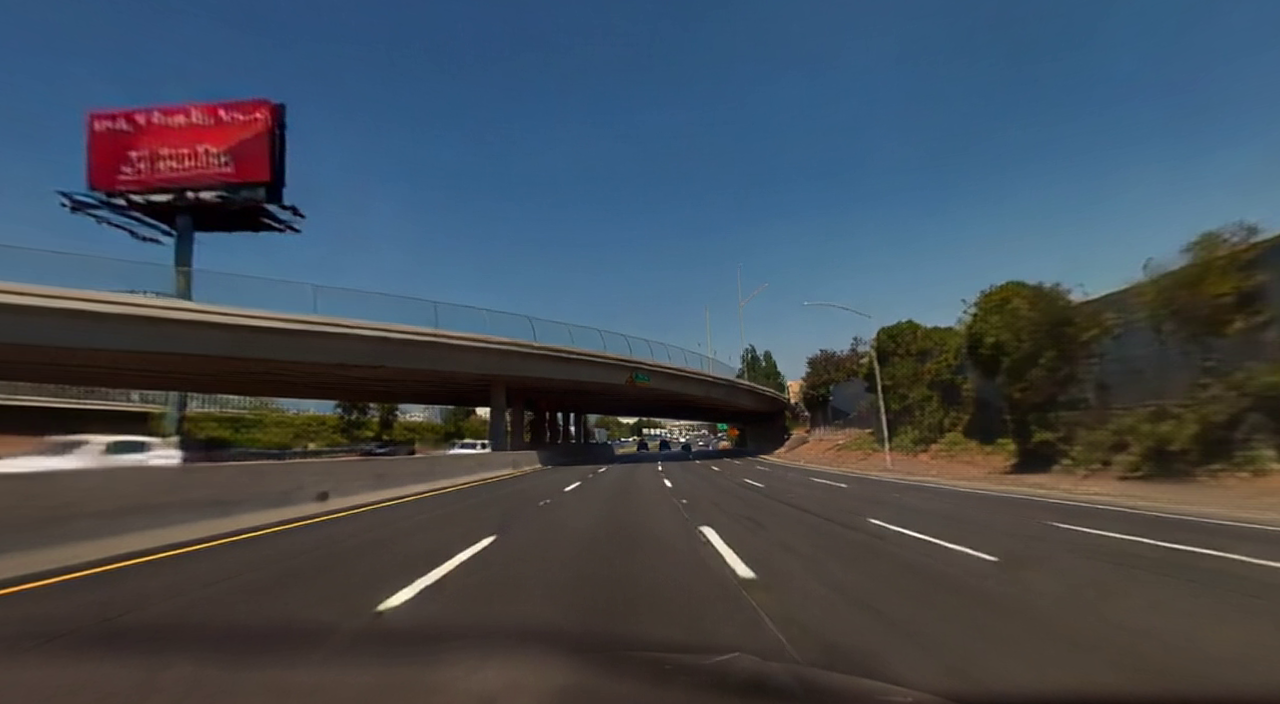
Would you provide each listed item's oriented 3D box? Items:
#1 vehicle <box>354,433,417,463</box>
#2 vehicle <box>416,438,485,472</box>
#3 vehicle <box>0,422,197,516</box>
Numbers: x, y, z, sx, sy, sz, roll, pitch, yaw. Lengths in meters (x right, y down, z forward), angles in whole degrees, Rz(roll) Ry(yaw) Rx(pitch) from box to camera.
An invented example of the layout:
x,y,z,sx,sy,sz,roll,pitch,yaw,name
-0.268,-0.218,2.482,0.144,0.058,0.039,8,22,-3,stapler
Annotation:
x,y,z,sx,sy,sz,roll,pitch,yaw,name
-18.846,7.130,47.076,2.235,2.061,5.495,0,-9,2,vehicle
-9.447,5.167,31.928,2.063,1.553,4.370,0,-9,1,vehicle
-12.094,2.439,13.582,1.908,1.673,4.368,0,-9,0,vehicle
